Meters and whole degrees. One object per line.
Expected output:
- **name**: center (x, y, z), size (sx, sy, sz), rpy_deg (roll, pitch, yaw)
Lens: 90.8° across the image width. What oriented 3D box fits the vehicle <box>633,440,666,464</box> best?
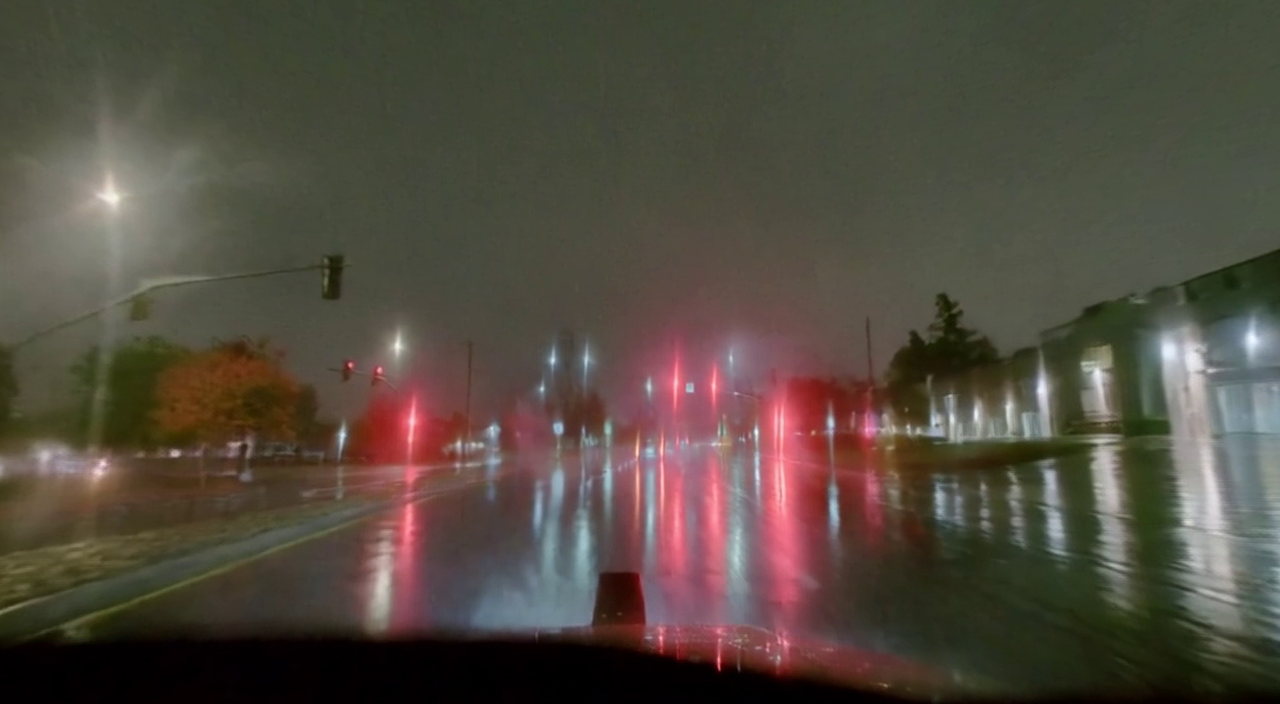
- **vehicle**: center (0.707, 6.732, 42.580), size (2.037, 1.568, 3.693), rpy_deg (-1, -8, 4)
